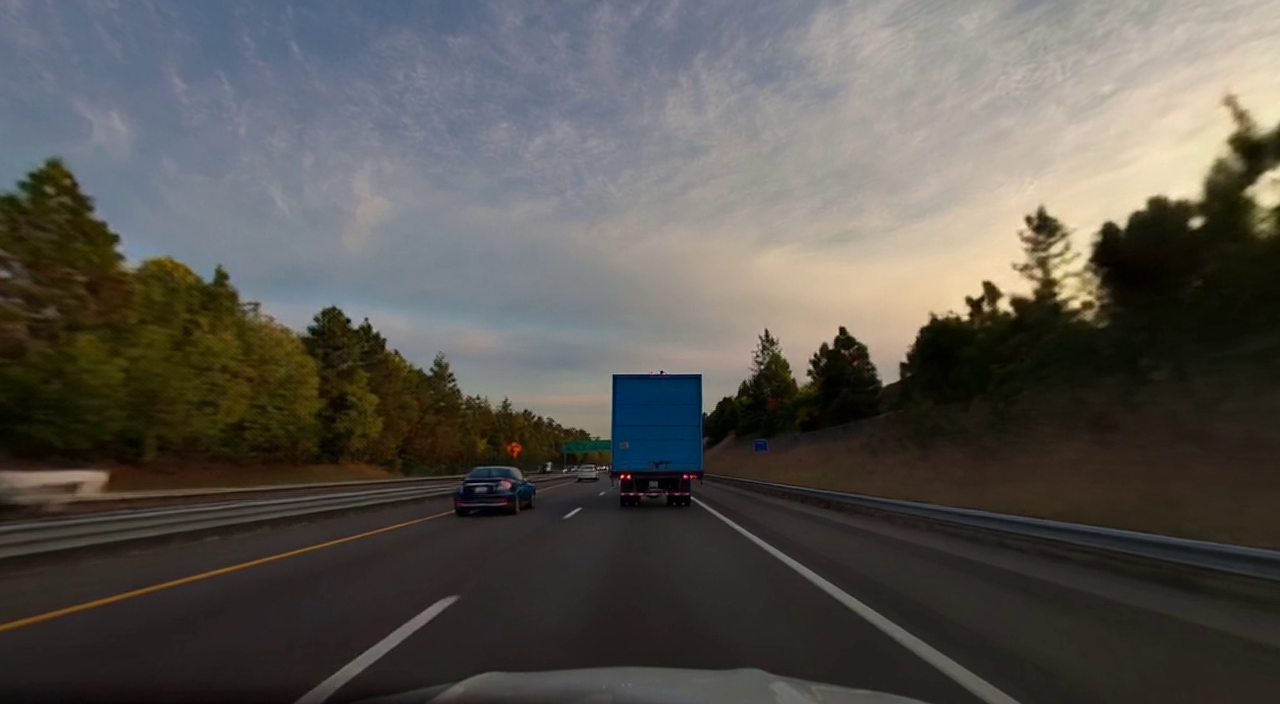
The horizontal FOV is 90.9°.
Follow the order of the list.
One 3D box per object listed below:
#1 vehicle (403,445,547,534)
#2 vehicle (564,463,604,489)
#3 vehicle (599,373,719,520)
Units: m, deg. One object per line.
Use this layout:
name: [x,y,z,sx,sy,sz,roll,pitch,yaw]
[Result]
vehicle: [-3.582,3.123,14.681,2.076,1.691,4.555,1,-10,0]
vehicle: [-3.507,7.900,40.372,2.079,1.506,4.821,0,-10,1]
vehicle: [0.436,3.246,20.765,3.008,3.678,9.512,1,-10,-1]
